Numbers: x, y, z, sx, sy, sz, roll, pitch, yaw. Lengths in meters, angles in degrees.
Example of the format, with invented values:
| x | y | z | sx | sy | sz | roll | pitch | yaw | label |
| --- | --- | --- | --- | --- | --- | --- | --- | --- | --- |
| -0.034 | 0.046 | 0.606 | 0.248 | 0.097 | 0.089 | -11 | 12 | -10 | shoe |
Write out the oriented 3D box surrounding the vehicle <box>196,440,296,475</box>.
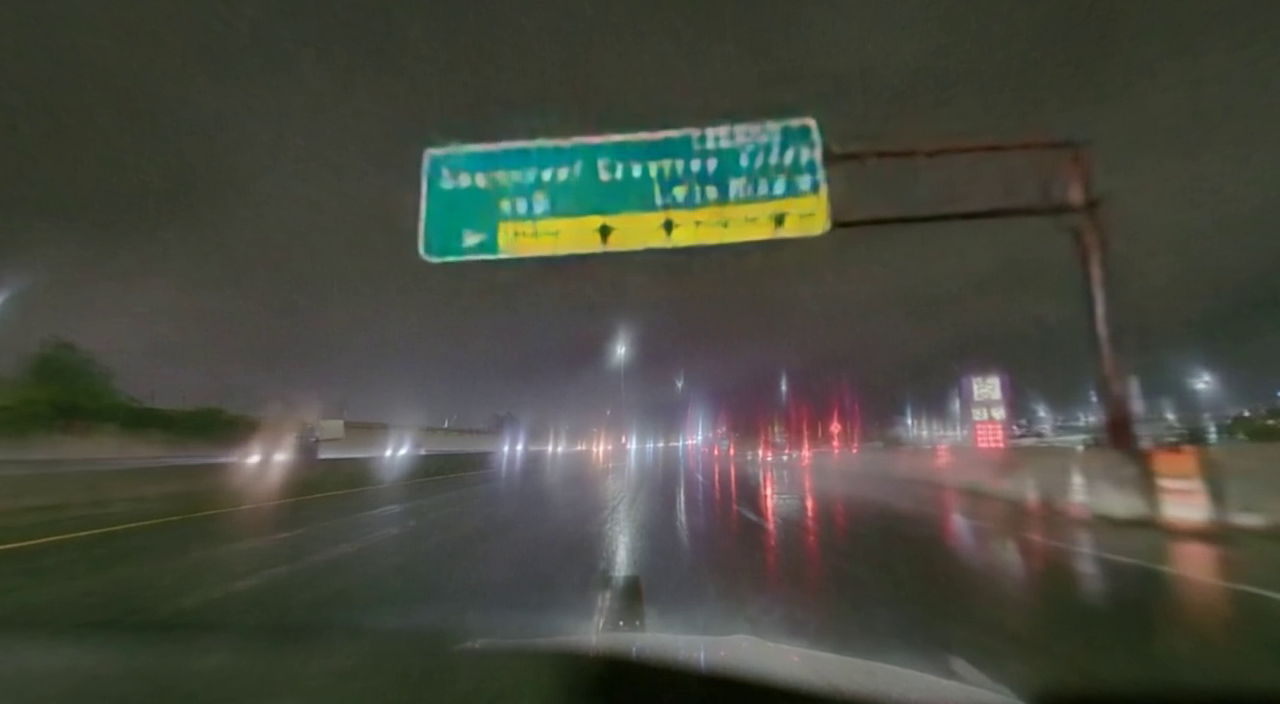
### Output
| x | y | z | sx | sy | sz | roll | pitch | yaw | label |
| --- | --- | --- | --- | --- | --- | --- | --- | --- | --- |
| -19.248 | 5.169 | 31.011 | 1.906 | 1.568 | 4.357 | -1 | -9 | 3 | vehicle |
